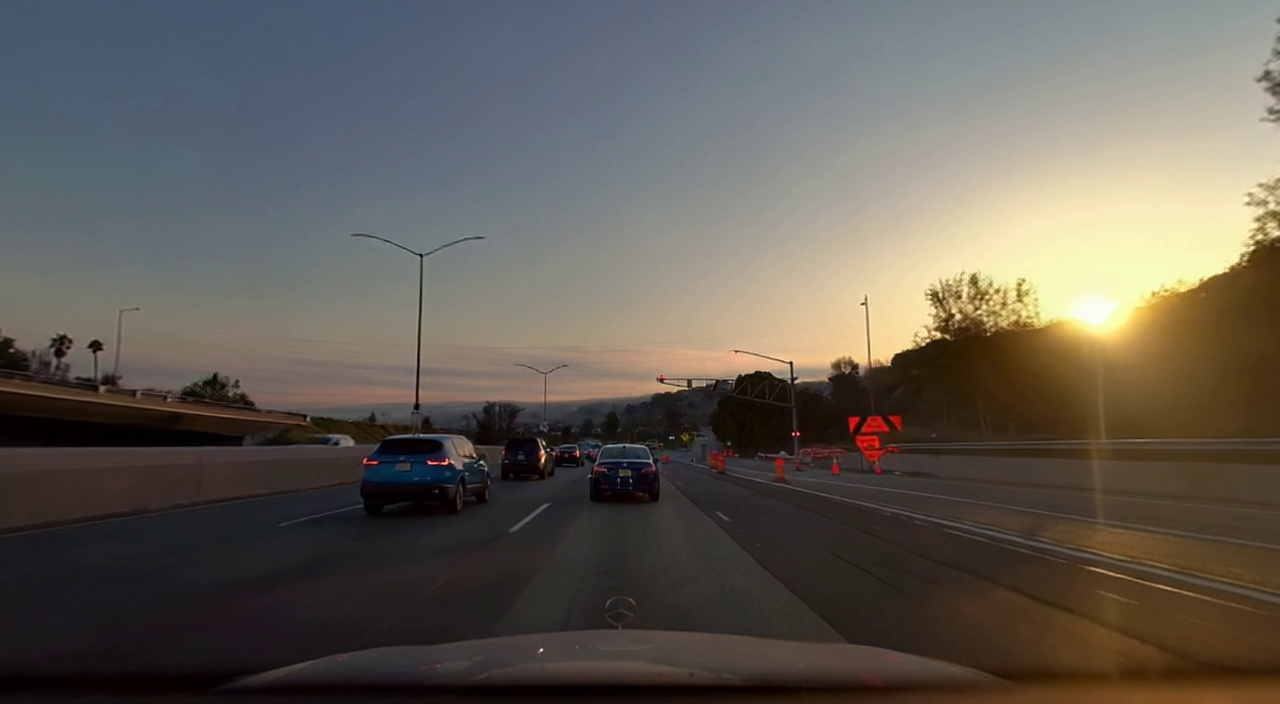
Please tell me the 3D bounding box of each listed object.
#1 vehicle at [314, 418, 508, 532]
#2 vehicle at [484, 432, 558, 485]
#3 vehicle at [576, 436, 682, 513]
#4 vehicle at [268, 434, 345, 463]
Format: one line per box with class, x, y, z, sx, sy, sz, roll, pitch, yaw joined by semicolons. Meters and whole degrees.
vehicle;-3.904;2.176;11.676;2.025;1.708;4.089;0;-8;0
vehicle;-4.234;3.854;23.093;1.982;1.727;4.057;0;-8;-1
vehicle;-0.280;2.702;14.446;2.069;1.484;3.982;0;-8;-2
vehicle;-18.138;5.285;34.596;1.857;1.458;4.406;0;-9;-1
